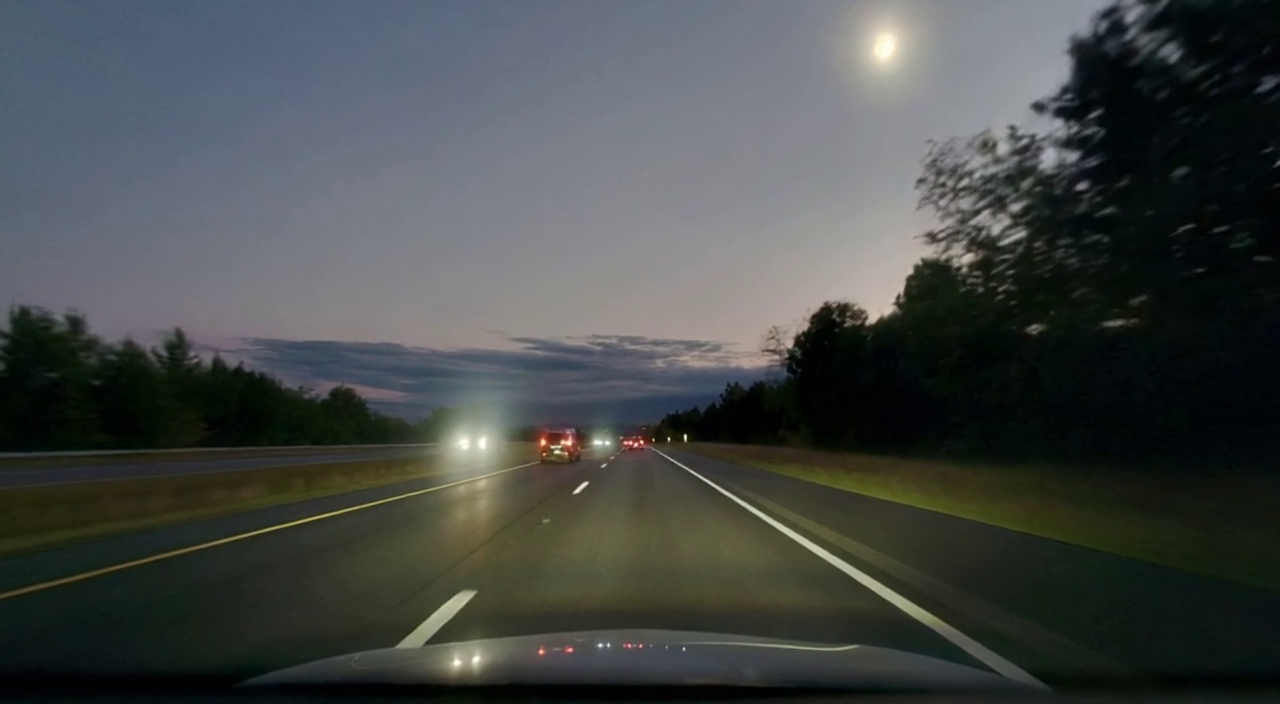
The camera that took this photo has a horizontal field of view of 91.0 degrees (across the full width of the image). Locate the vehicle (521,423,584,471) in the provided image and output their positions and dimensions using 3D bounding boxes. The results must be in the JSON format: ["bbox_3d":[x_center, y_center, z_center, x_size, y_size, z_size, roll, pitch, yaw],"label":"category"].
[{"bbox_3d":[-3.934,4.381,29.158,2.241,2.034,4.890,0,-8,0],"label":"vehicle"}]

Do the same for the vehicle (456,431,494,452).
[{"bbox_3d":[-12.678,6.923,48.617,1.887,1.536,4.163,0,-8,-1],"label":"vehicle"}]
